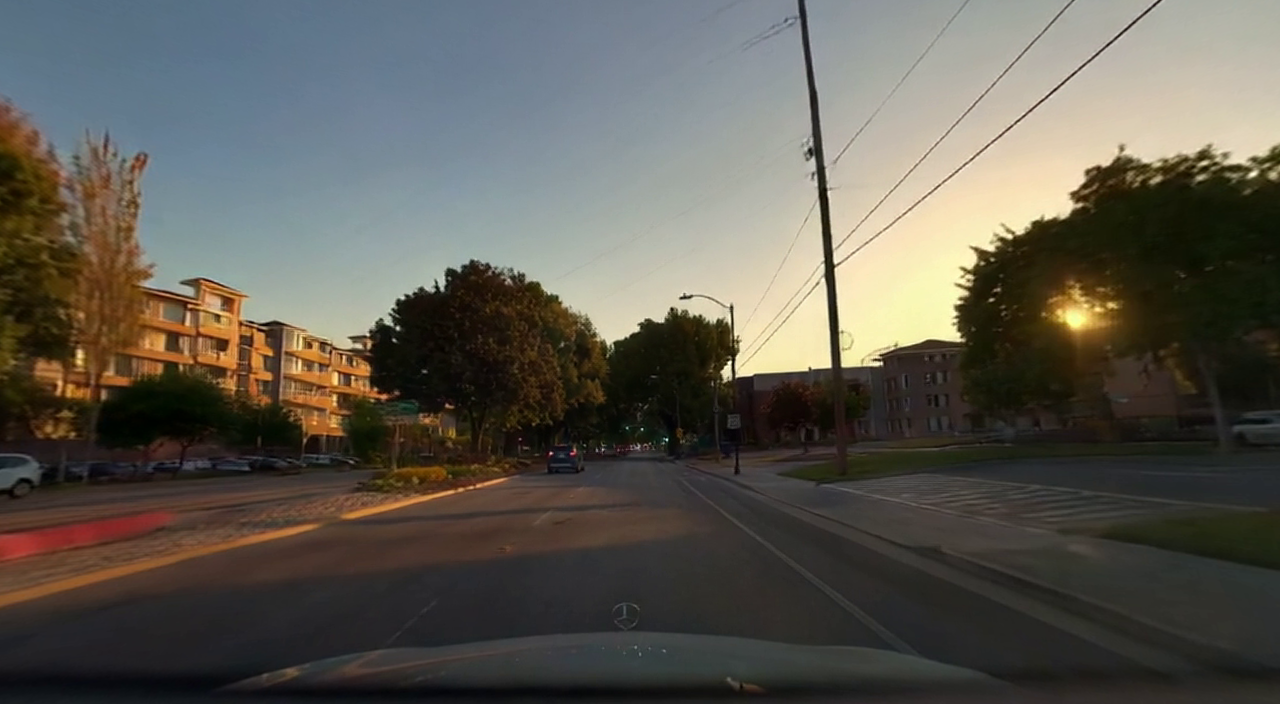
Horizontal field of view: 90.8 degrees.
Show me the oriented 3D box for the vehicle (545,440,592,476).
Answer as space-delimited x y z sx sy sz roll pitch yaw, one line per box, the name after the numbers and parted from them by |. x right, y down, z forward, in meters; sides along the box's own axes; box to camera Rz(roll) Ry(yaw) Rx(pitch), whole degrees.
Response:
-3.715 5.582 33.511 1.959 1.741 4.141 0 -9 1 | vehicle

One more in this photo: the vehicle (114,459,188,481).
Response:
-36.937 8.901 47.765 3.950 1.513 1.797 -1 -9 -5 | vehicle
